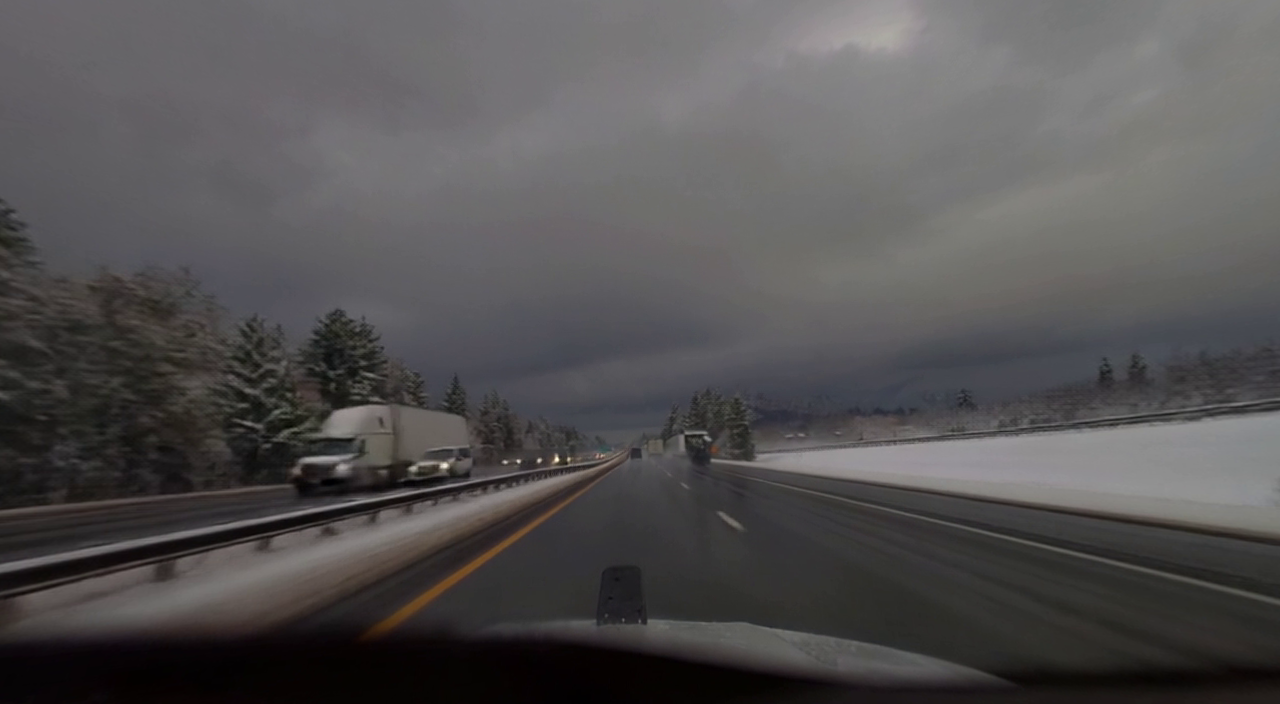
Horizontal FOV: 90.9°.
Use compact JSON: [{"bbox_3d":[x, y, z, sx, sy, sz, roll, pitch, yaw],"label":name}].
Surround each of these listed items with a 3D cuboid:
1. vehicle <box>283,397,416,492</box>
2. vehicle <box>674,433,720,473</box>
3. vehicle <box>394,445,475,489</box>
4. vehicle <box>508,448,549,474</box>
[{"bbox_3d":[-13.263,4.332,29.460,3.328,3.980,5.765,0,-9,0],"label":"vehicle"},{"bbox_3d":[3.823,6.948,43.413,2.472,2.562,5.594,0,-9,-2],"label":"vehicle"},{"bbox_3d":[-9.142,5.126,28.518,2.072,1.794,4.732,0,-9,-1],"label":"vehicle"},{"bbox_3d":[-8.515,8.358,48.688,2.140,1.850,5.186,0,-9,1],"label":"vehicle"}]
